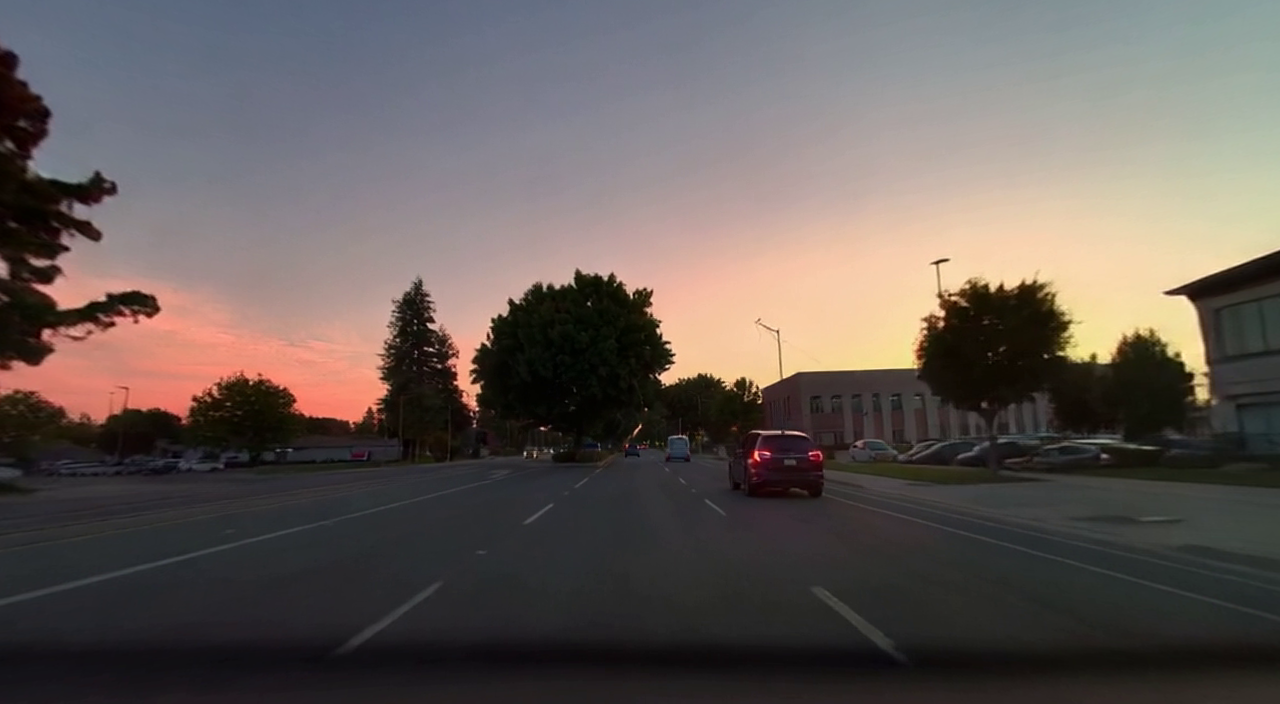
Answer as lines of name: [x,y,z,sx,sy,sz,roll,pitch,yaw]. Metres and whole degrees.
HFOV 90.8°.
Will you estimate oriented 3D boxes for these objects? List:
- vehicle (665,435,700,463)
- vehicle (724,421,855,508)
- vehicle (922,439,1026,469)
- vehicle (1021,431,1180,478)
vehicle: [3.267,7.613,49.651,2.197,2.034,4.667,0,-8,-2]
vehicle: [3.446,2.701,15.545,2.060,1.816,4.343,0,-8,-1]
vehicle: [16.773,5.129,31.817,4.203,1.424,2.077,2,-9,-11]
vehicle: [18.031,4.018,24.853,4.970,1.700,2.108,2,-9,-11]
